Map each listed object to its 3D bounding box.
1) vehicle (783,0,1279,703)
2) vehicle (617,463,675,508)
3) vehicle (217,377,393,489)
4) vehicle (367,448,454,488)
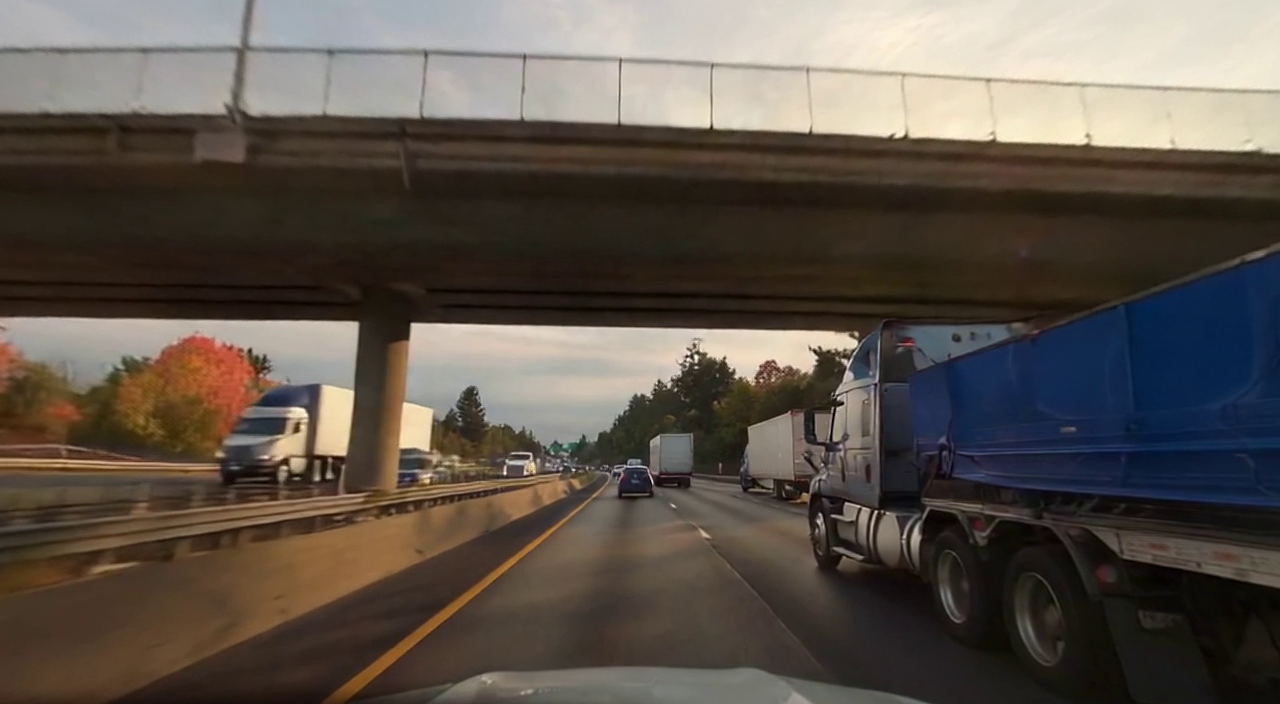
[{"bbox_3d":[3.698,-0.218,2.239,2.831,4.150,14.519,1,-11,-1],"label":"vehicle"},{"bbox_3d":[0.219,5.150,24.478,2.067,1.552,3.601,1,-11,0],"label":"vehicle"},{"bbox_3d":[-13.381,3.536,26.202,3.010,3.930,7.428,1,-10,0],"label":"vehicle"},{"bbox_3d":[-9.310,4.789,26.017,1.911,1.455,4.516,1,-11,0],"label":"vehicle"}]
